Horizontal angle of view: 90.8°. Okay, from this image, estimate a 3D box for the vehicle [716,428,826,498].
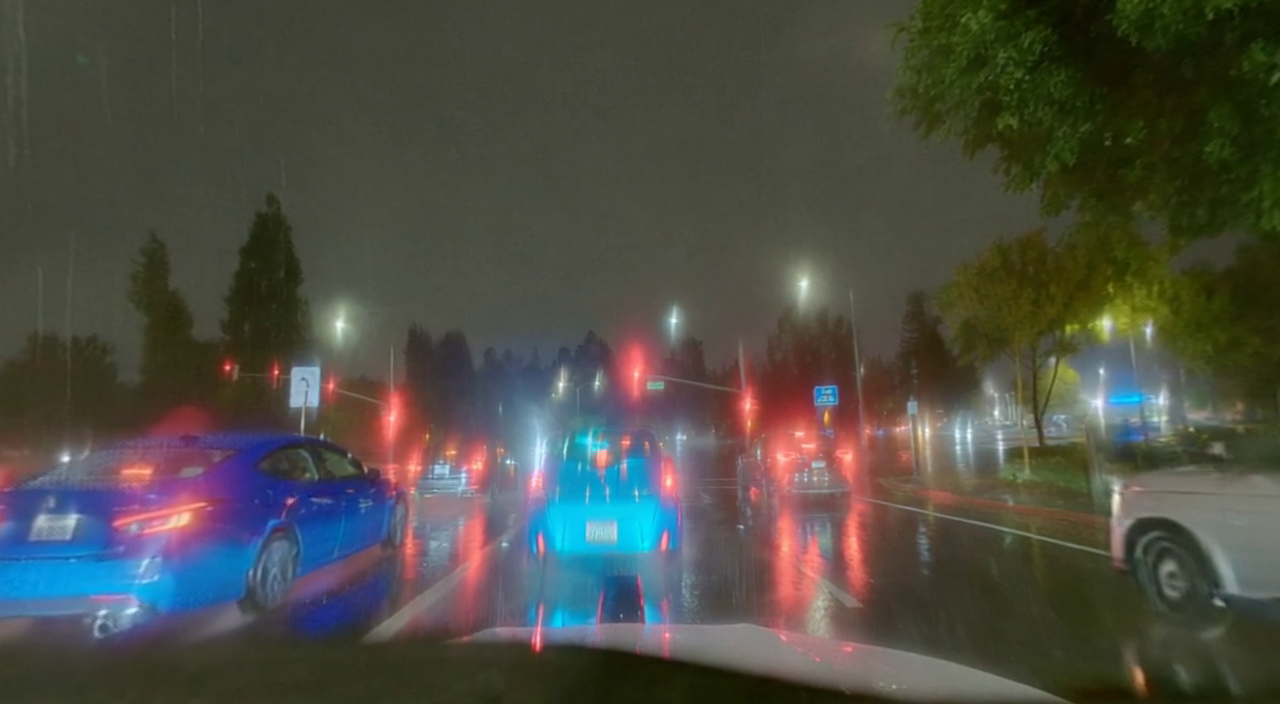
[{"bbox_3d":[3.440,3.011,17.514,2.028,1.678,4.220,0,-8,-2],"label":"vehicle"}]

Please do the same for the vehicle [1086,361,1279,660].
[{"bbox_3d":[4.841,0.821,2.958,2.038,1.750,4.535,0,-8,-2],"label":"vehicle"}]

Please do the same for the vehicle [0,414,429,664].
[{"bbox_3d":[-3.795,1.450,6.059,2.074,1.485,4.395,0,-8,-1],"label":"vehicle"}]

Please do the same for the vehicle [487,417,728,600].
[{"bbox_3d":[-0.342,1.644,7.552,2.045,1.533,4.183,0,-8,-2],"label":"vehicle"}]
